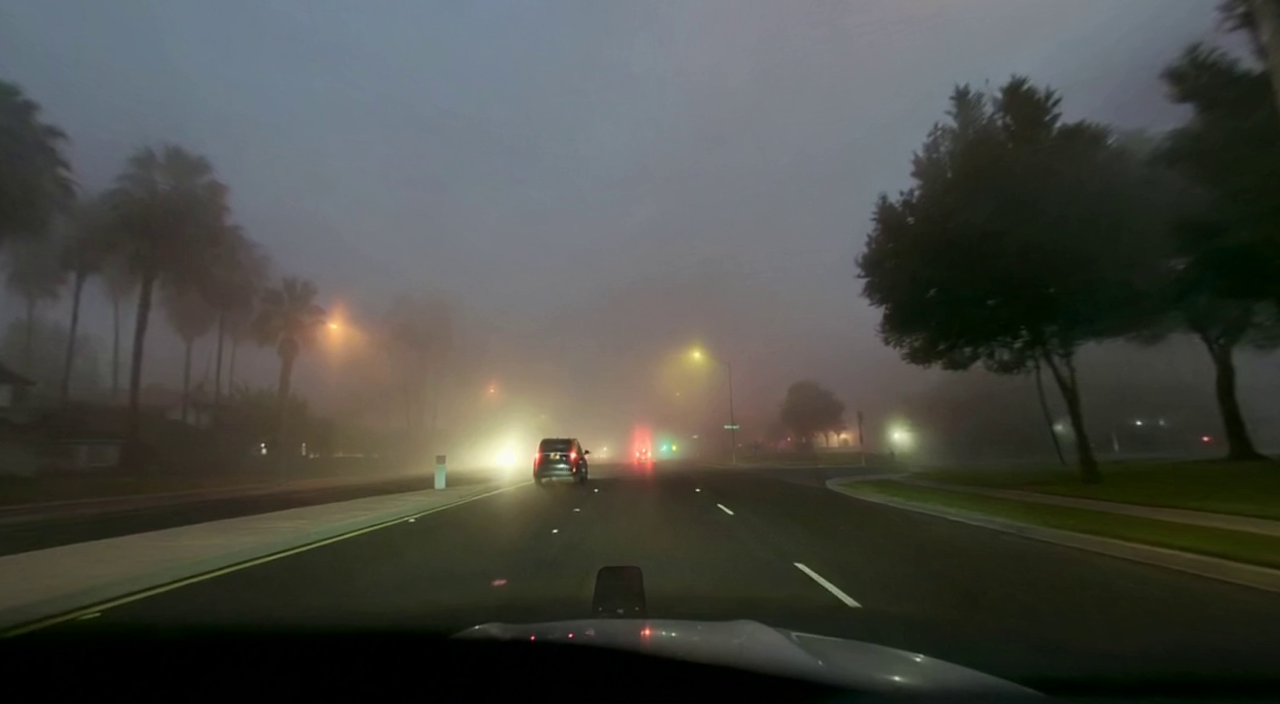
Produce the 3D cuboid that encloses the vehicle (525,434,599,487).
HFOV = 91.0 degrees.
[{"bbox_3d":[-3.128,4.531,26.612,2.370,1.968,5.698,0,-9,1],"label":"vehicle"}]
